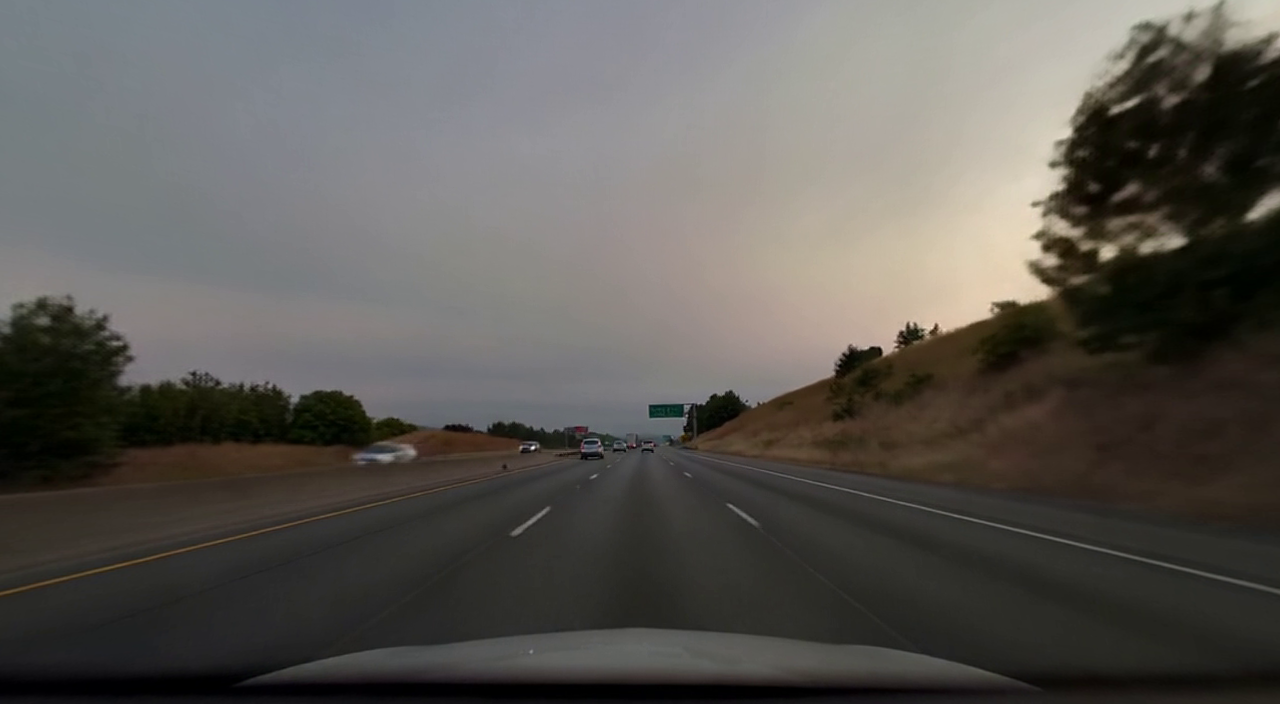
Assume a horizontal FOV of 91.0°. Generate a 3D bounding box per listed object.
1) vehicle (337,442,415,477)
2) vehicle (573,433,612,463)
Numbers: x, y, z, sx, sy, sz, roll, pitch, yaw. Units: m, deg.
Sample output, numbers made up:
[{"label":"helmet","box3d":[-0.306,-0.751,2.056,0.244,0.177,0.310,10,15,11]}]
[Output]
[{"label":"vehicle","box3d":[-12.528,5.110,30.167,1.872,1.541,4.178,0,-8,1]},{"label":"vehicle","box3d":[-3.234,6.669,43.819,2.286,2.011,4.452,0,-8,1]}]
